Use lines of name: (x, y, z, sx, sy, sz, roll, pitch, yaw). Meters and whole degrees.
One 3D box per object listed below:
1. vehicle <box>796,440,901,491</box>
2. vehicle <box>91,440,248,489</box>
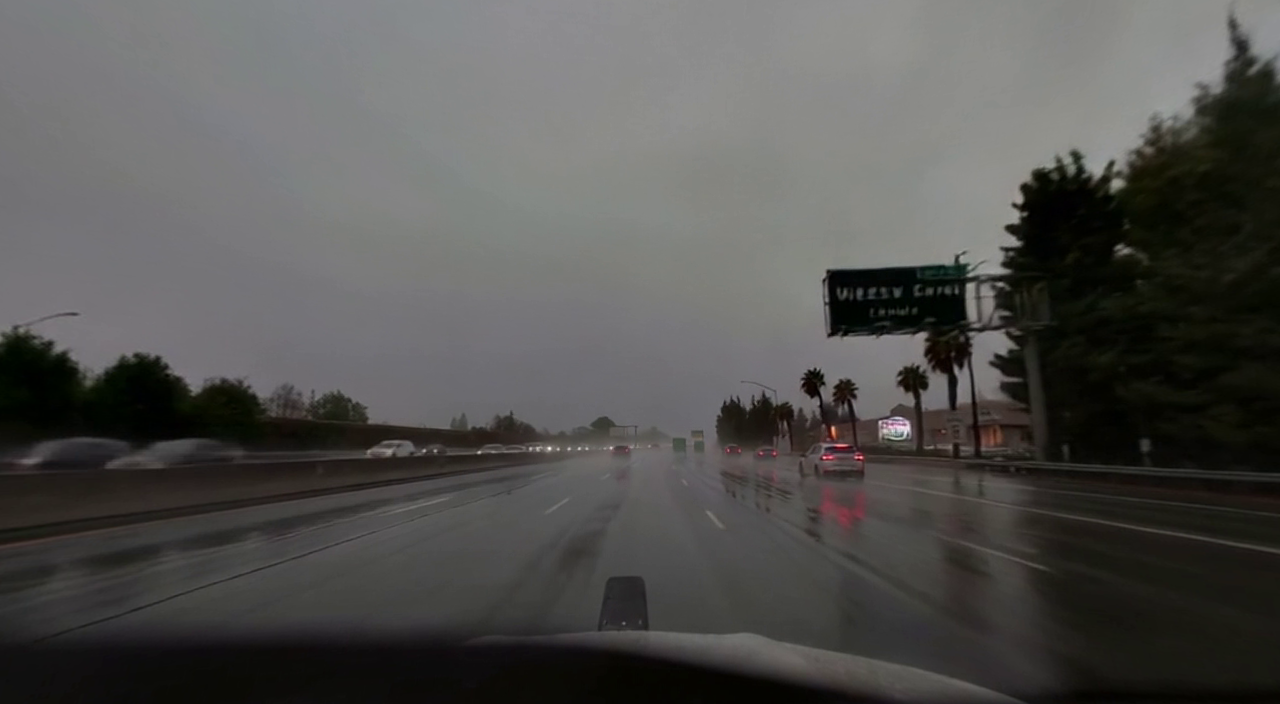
vehicle: (7.002, 3.851, 21.762, 2.071, 1.543, 4.702, 0, -8, 1)
vehicle: (-15.776, 3.778, 21.514, 1.884, 1.475, 4.400, -1, -8, 2)
